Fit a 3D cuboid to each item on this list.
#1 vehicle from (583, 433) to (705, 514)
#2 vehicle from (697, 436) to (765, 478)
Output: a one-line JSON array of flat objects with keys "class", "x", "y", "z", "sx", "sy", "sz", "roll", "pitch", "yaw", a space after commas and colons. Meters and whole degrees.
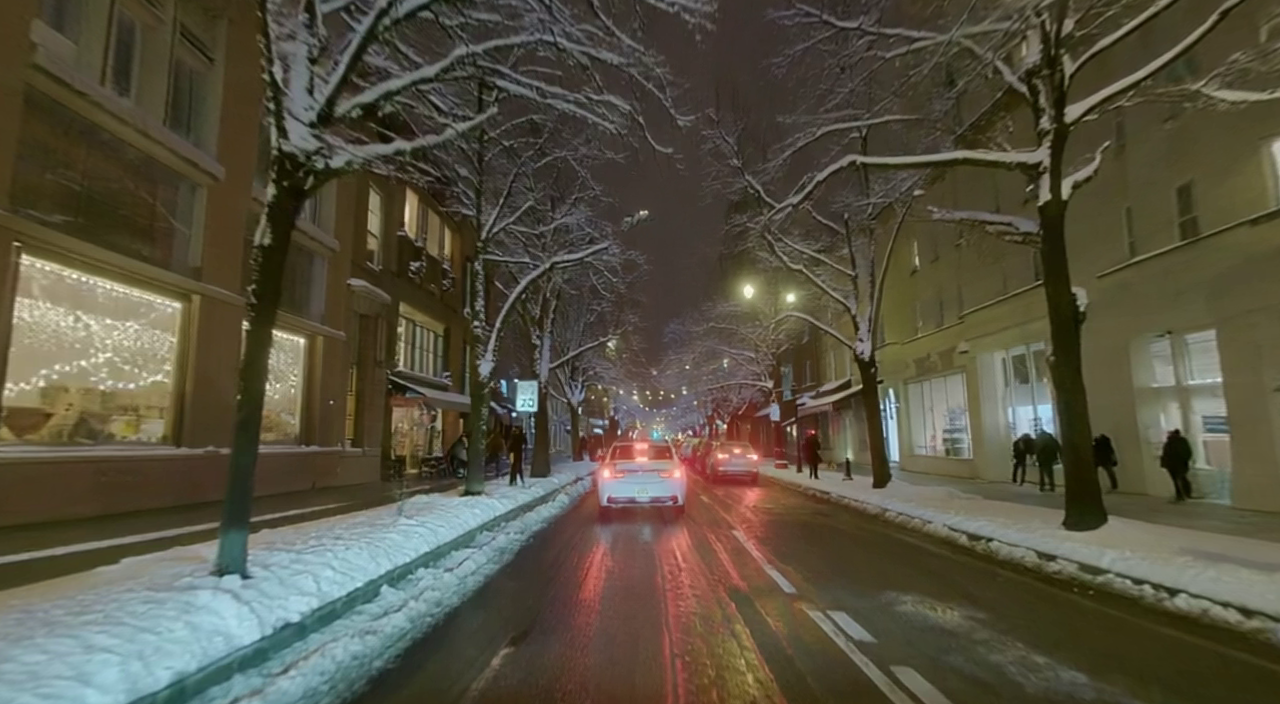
[{"class": "vehicle", "x": 0.055, "y": 2.575, "z": 13.866, "sx": 2.261, "sy": 1.474, "sz": 4.130, "roll": 0, "pitch": -8, "yaw": -1}, {"class": "vehicle", "x": 3.575, "y": 4.226, "z": 25.712, "sx": 2.025, "sy": 1.523, "sz": 4.426, "roll": 0, "pitch": -8, "yaw": -1}]
